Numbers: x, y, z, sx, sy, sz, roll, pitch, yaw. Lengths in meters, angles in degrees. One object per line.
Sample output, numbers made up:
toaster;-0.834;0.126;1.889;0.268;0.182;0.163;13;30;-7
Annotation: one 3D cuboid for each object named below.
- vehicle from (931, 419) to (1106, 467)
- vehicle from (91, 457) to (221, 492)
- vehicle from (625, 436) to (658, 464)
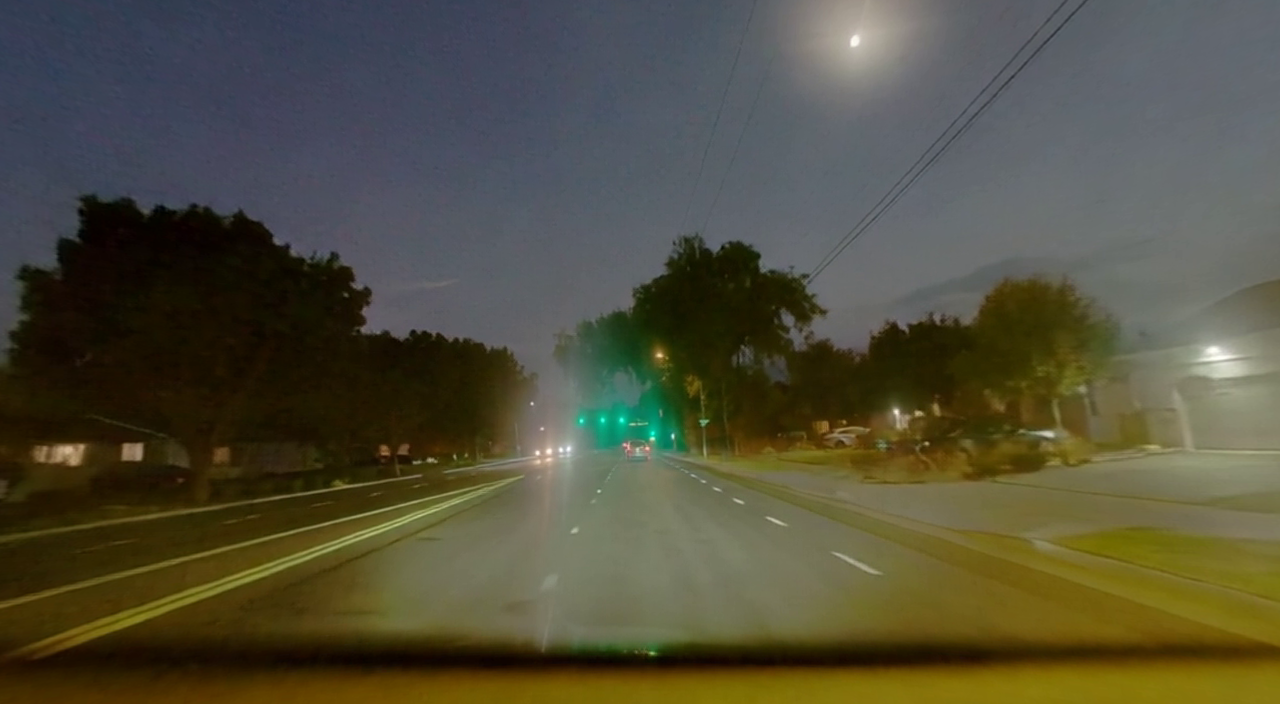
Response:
vehicle;12.096;2.939;20.413;4.415;1.467;1.865;0;-8;0
vehicle;-22.197;5.623;29.111;4.363;1.503;1.859;0;-8;-3
vehicle;0.046;6.841;44.154;2.215;1.799;4.426;0;-8;-2
